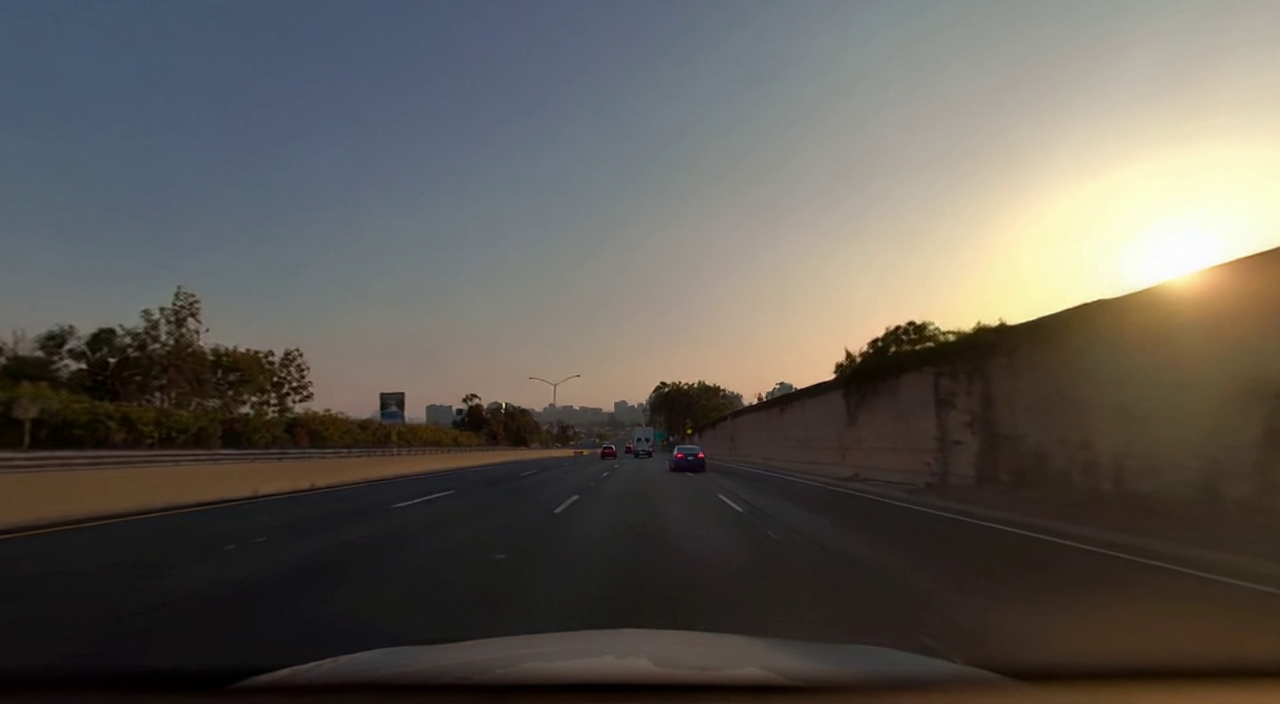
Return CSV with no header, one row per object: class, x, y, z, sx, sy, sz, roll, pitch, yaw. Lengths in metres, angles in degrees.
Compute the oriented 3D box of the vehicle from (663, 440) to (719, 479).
vehicle,2.130,4.659,27.505,1.973,1.536,4.337,0,-9,-1
